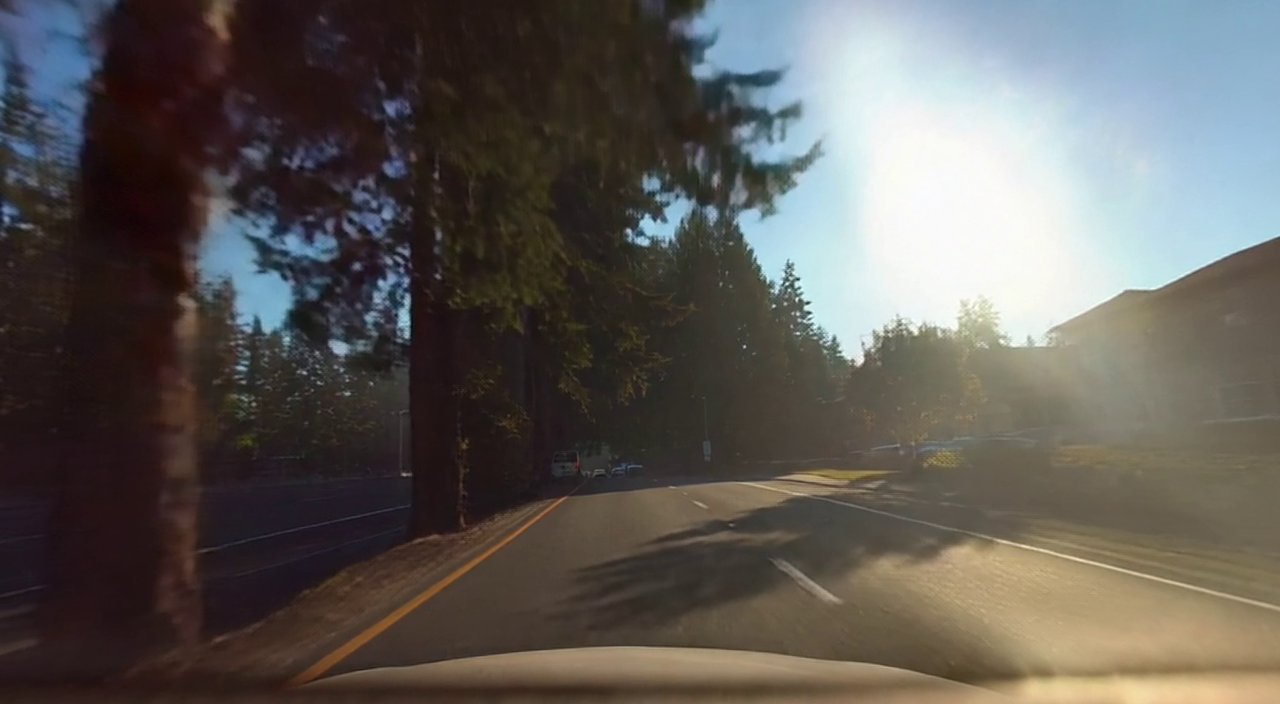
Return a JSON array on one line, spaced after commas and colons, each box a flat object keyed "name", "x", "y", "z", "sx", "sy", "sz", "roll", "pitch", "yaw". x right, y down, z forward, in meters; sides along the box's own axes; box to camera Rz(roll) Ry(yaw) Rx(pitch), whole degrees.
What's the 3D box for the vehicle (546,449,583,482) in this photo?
[{"name": "vehicle", "x": -5.559, "y": 8.418, "z": 47.168, "sx": 2.323, "sy": 2.252, "sz": 4.808, "roll": 0, "pitch": -9, "yaw": -2}]
